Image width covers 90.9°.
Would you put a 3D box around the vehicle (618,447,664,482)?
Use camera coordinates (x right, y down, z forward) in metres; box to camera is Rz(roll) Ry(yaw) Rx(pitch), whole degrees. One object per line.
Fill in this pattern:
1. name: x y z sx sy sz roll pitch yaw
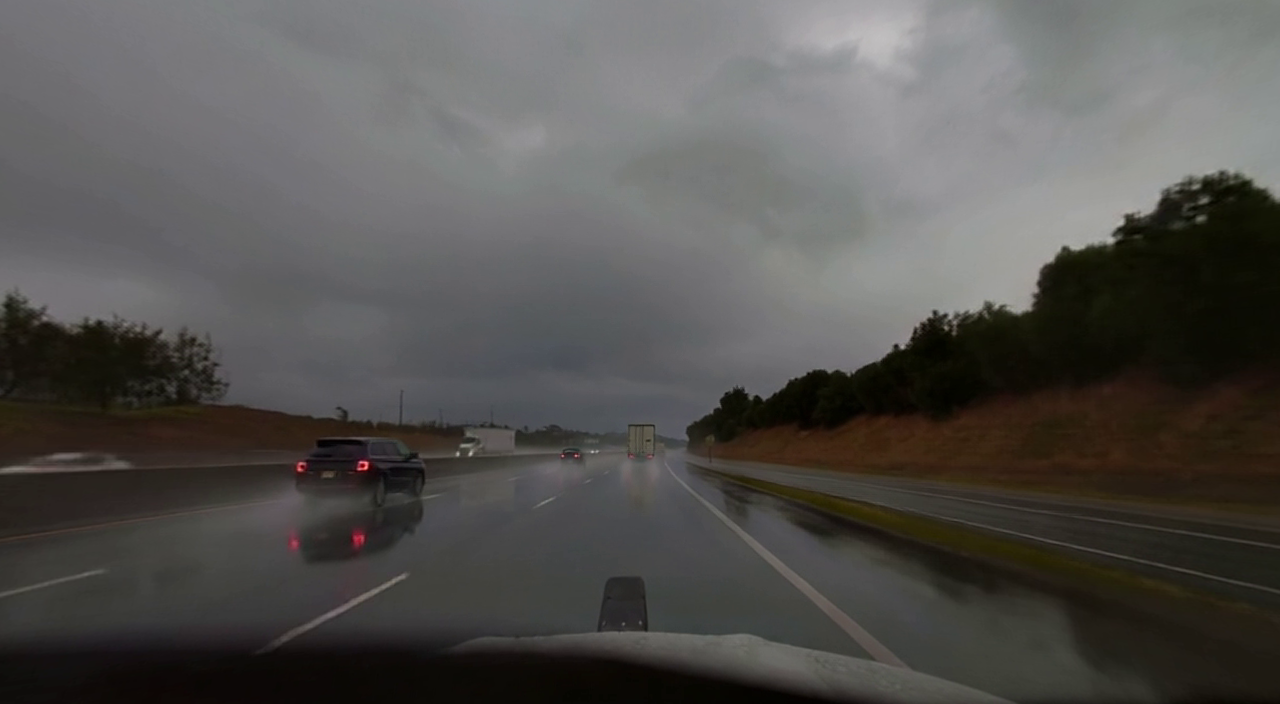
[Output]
1. vehicle: 0.031 5.109 28.810 1.991 1.507 3.391 0 -9 -1

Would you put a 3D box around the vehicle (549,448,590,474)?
1. vehicle: -4.309 6.754 39.184 2.018 1.504 4.431 0 -9 0

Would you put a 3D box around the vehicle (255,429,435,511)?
1. vehicle: -7.698 3.150 17.292 2.316 1.875 5.337 0 -9 0

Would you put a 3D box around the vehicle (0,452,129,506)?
1. vehicle: -18.539 3.841 19.516 2.003 1.482 4.003 0 -9 0
